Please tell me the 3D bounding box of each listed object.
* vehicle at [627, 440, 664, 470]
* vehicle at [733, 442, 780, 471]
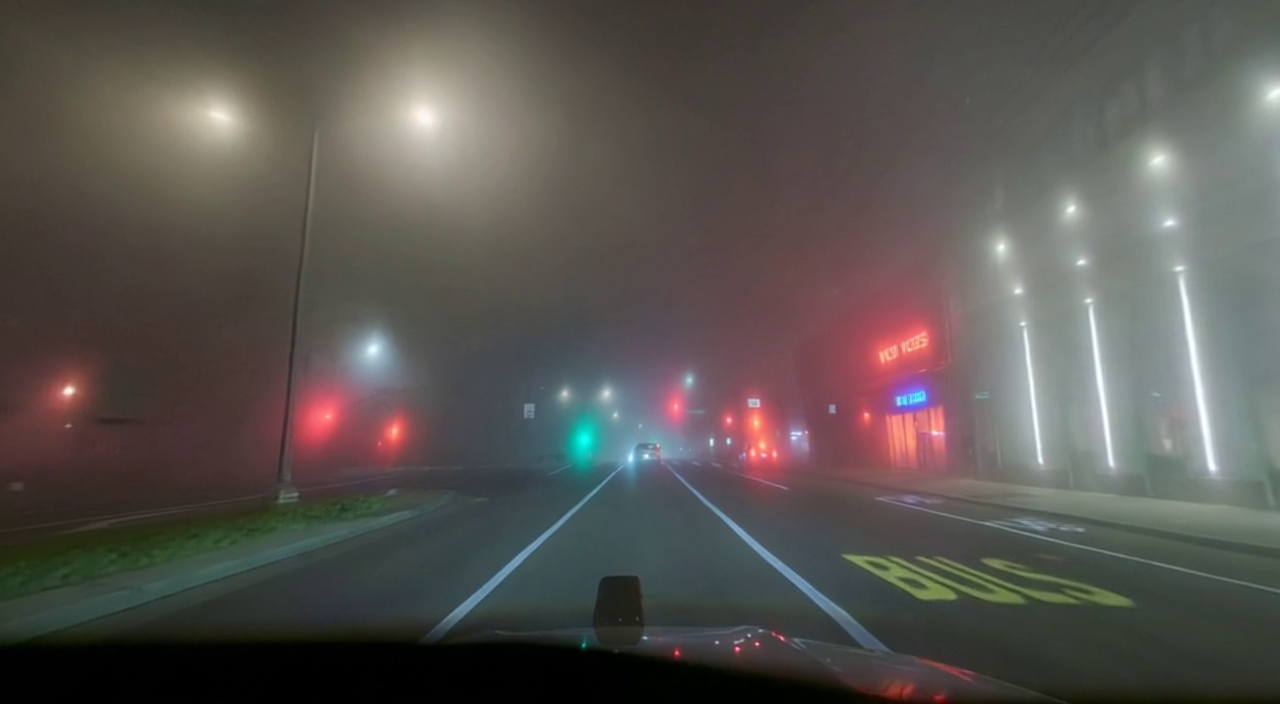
[{"bbox_3d":[0.359,6.512,40.068,2.223,1.775,4.250,0,-9,1],"label":"vehicle"},{"bbox_3d":[7.489,6.767,41.079,1.987,1.772,4.749,0,-9,-3],"label":"vehicle"}]
